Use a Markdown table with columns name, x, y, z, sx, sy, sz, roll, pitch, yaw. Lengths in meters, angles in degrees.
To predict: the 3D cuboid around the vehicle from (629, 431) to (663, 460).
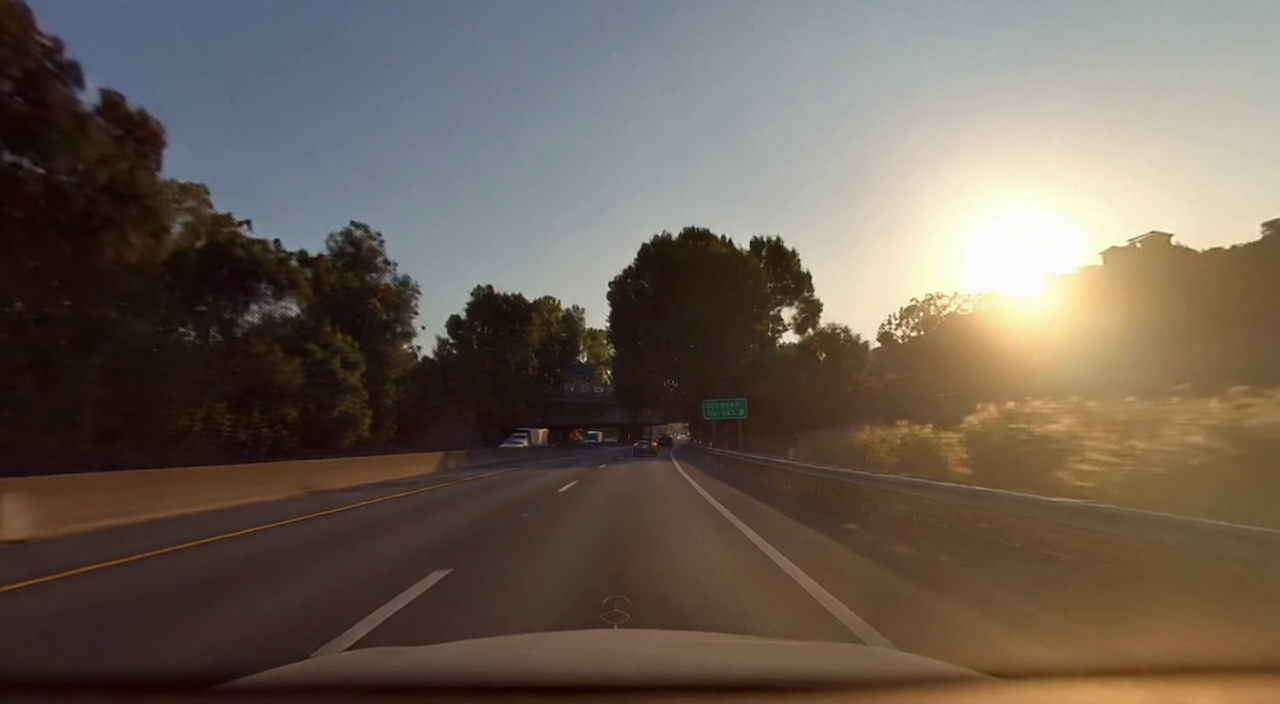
| name | x | y | z | sx | sy | sz | roll | pitch | yaw |
| --- | --- | --- | --- | --- | --- | --- | --- | --- | --- |
| vehicle | 0.403 | 6.274 | 42.473 | 2.188 | 1.825 | 4.282 | -1 | -8 | 1 |
